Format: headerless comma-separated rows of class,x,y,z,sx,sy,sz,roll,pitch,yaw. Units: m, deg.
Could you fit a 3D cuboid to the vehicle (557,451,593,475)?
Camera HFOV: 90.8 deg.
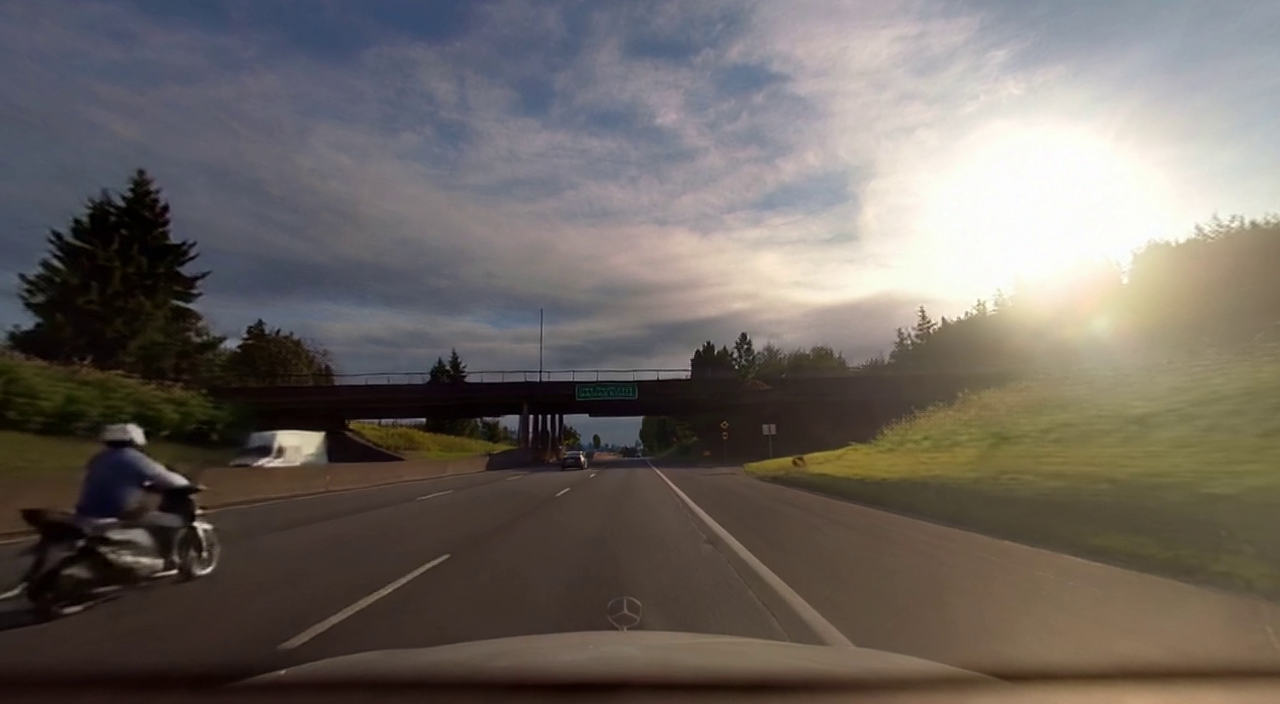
vehicle,-4.212,7.246,41.449,1.992,1.504,4.117,0,-9,0
